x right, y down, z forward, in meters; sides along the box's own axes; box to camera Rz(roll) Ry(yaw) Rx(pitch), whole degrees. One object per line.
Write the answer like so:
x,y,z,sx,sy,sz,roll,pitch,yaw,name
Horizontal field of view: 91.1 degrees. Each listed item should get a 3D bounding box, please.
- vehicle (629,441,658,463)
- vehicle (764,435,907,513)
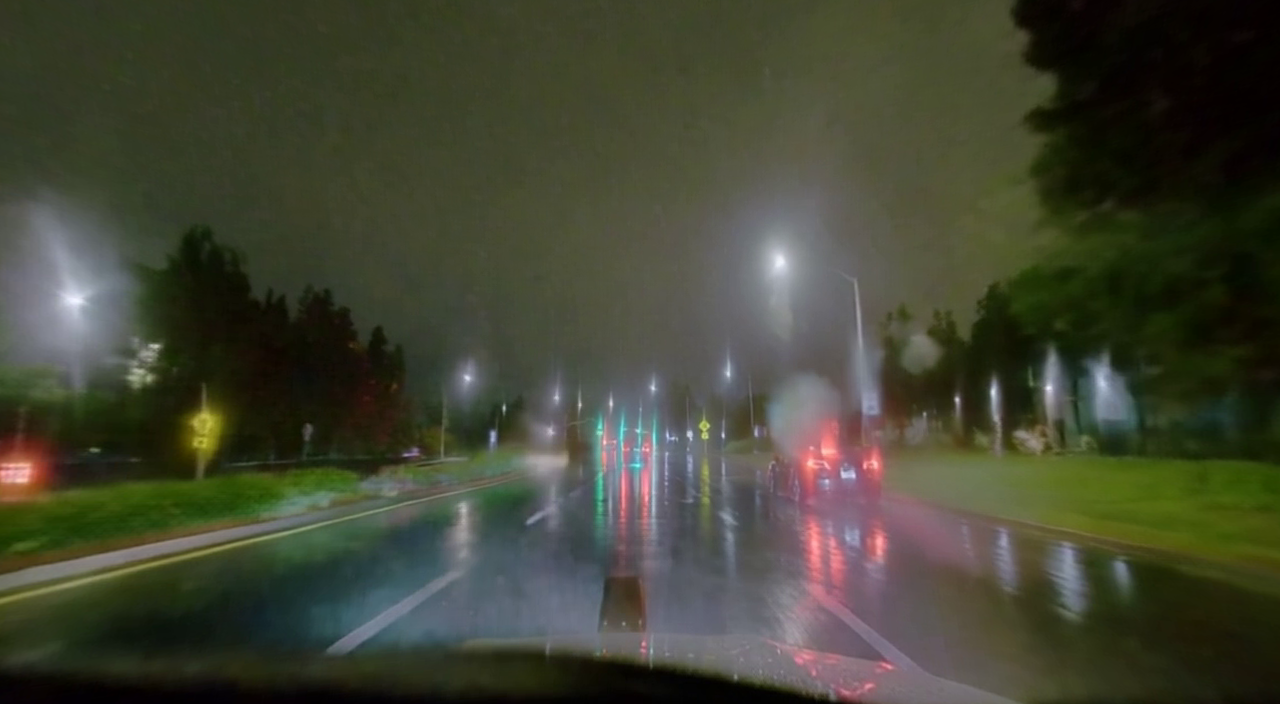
0.270,7.553,47.603,2.095,1.548,4.264,0,-9,1,vehicle
4.306,2.746,14.639,1.913,1.516,4.322,0,-9,0,vehicle
